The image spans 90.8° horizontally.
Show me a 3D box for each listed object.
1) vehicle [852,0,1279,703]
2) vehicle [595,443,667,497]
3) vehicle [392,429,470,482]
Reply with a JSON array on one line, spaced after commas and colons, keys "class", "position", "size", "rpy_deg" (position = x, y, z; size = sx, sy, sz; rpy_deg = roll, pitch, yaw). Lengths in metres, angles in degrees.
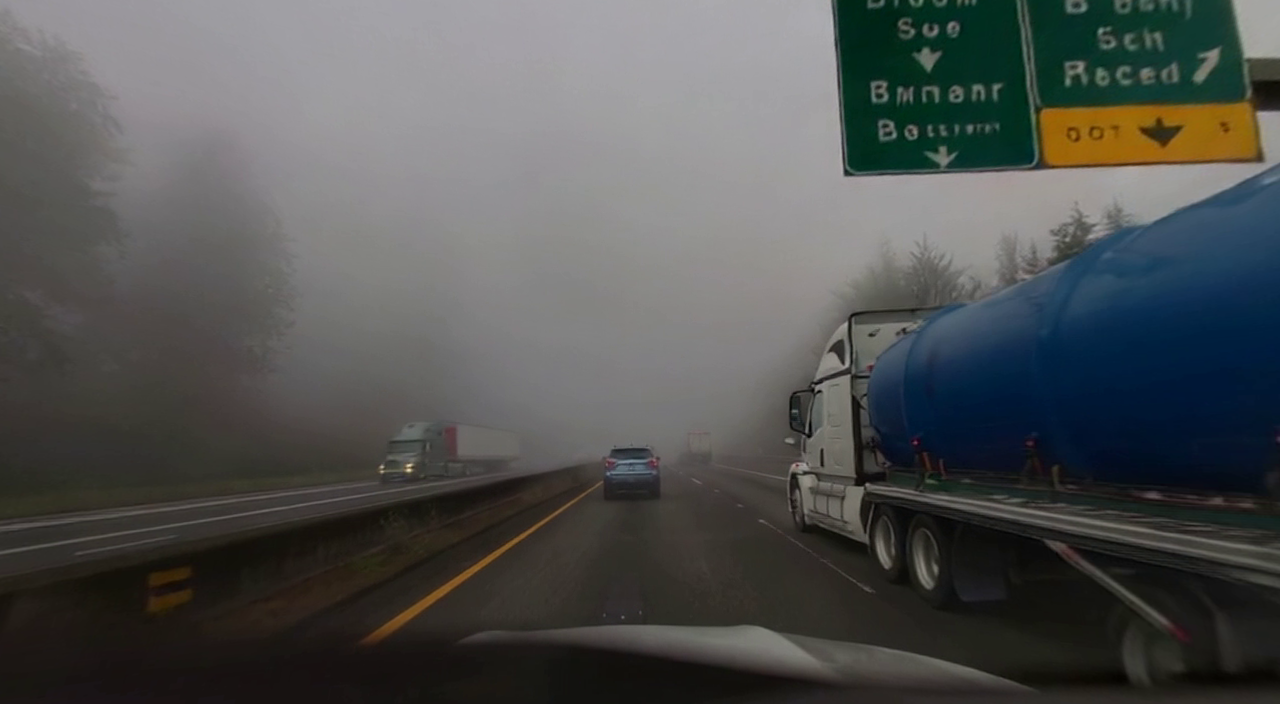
[{"class": "vehicle", "position": [3.928, -0.159, 1.655], "size": [2.694, 3.453, 11.641], "rpy_deg": [0, -9, 0]}, {"class": "vehicle", "position": [-0.243, 3.622, 19.627], "size": [2.003, 1.490, 3.636], "rpy_deg": [0, -9, 0]}, {"class": "vehicle", "position": [-12.124, 6.024, 37.240], "size": [2.375, 2.798, 6.597], "rpy_deg": [-1, -8, 0]}]
